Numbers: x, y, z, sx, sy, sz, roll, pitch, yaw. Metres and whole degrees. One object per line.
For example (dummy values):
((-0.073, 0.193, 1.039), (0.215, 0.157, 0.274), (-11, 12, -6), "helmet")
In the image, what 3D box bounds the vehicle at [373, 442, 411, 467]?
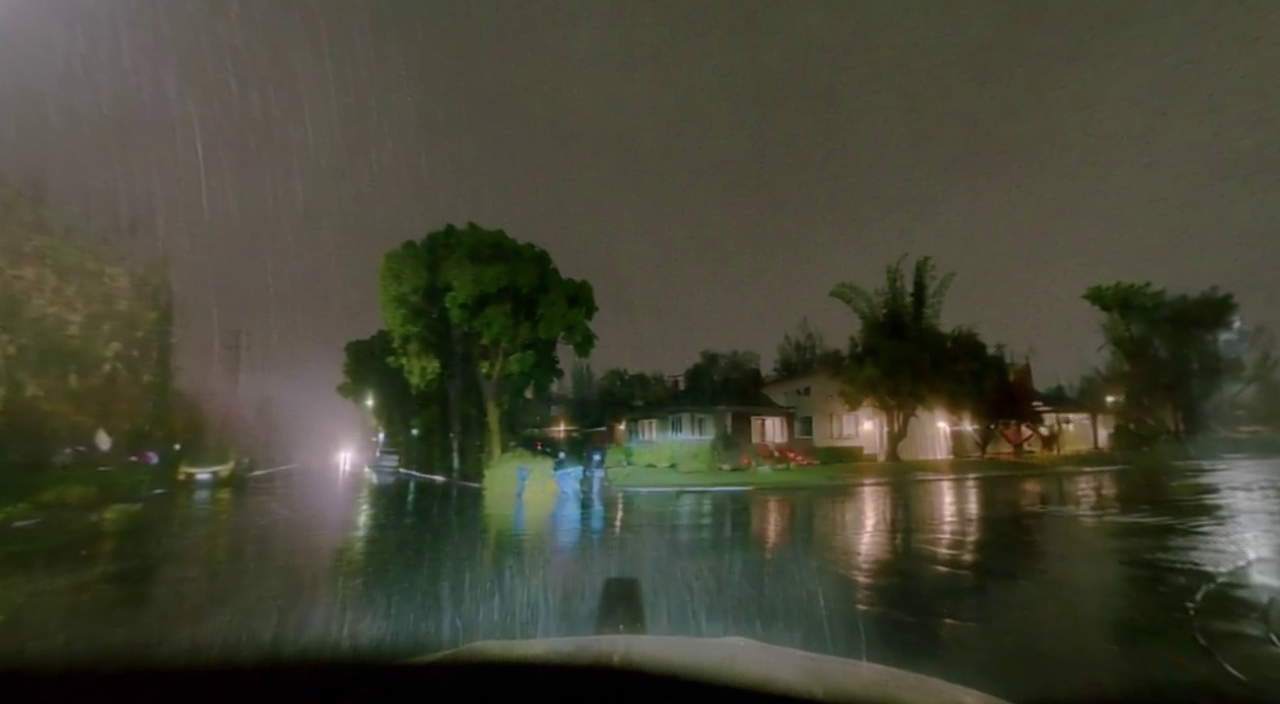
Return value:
((-17.360, 7.146, 44.170), (2.109, 1.676, 4.037), (4, -10, -25), "vehicle")

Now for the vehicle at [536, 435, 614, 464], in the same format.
((-3.849, 5.777, 37.474), (4.241, 1.597, 1.833), (4, -10, -25), "vehicle")

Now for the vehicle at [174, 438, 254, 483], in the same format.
((-19.024, 4.828, 28.443), (2.152, 1.826, 4.725), (4, -10, -25), "vehicle")

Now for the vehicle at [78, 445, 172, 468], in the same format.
((-34.741, 7.028, 42.790), (4.526, 1.487, 1.766), (4, -10, -25), "vehicle")
